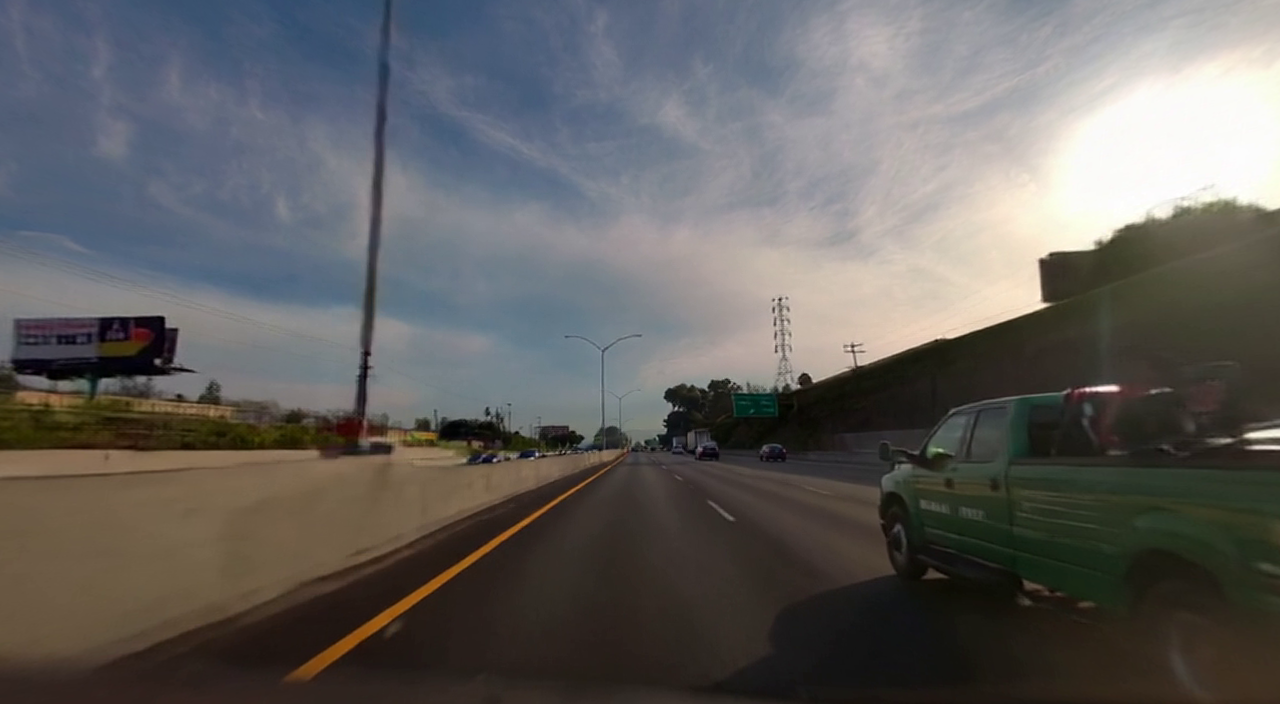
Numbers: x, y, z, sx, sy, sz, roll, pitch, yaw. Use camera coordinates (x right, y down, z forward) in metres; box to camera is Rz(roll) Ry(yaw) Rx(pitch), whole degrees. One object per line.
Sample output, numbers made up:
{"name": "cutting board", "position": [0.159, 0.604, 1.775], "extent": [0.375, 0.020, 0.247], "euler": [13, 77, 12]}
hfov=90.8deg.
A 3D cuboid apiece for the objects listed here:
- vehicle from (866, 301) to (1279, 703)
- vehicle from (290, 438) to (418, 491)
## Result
{"name": "vehicle", "position": [3.143, 0.927, 3.701], "extent": [1.973, 1.710, 4.476], "euler": [0, -9, 0]}
{"name": "vehicle", "position": [-11.079, 4.389, 25.109], "extent": [2.327, 1.801, 5.846], "euler": [0, -9, 0]}
